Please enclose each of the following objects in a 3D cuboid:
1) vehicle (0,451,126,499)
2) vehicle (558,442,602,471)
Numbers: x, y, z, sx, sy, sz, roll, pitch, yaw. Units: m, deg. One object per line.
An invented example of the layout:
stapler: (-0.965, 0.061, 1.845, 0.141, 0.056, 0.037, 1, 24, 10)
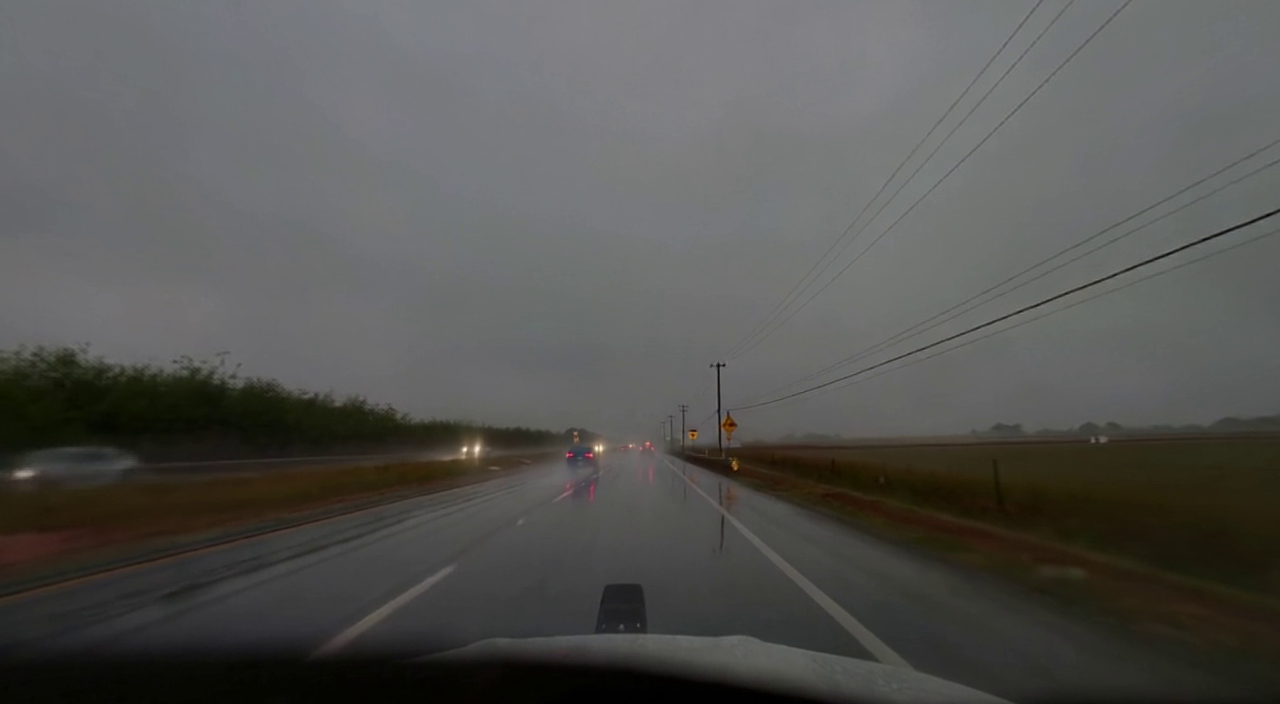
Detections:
vehicle: (-21.246, 4.339, 22.613, 1.820, 1.517, 4.376, 0, -9, 0)
vehicle: (-3.519, 6.276, 37.878, 2.120, 1.597, 4.810, 0, -9, 0)
